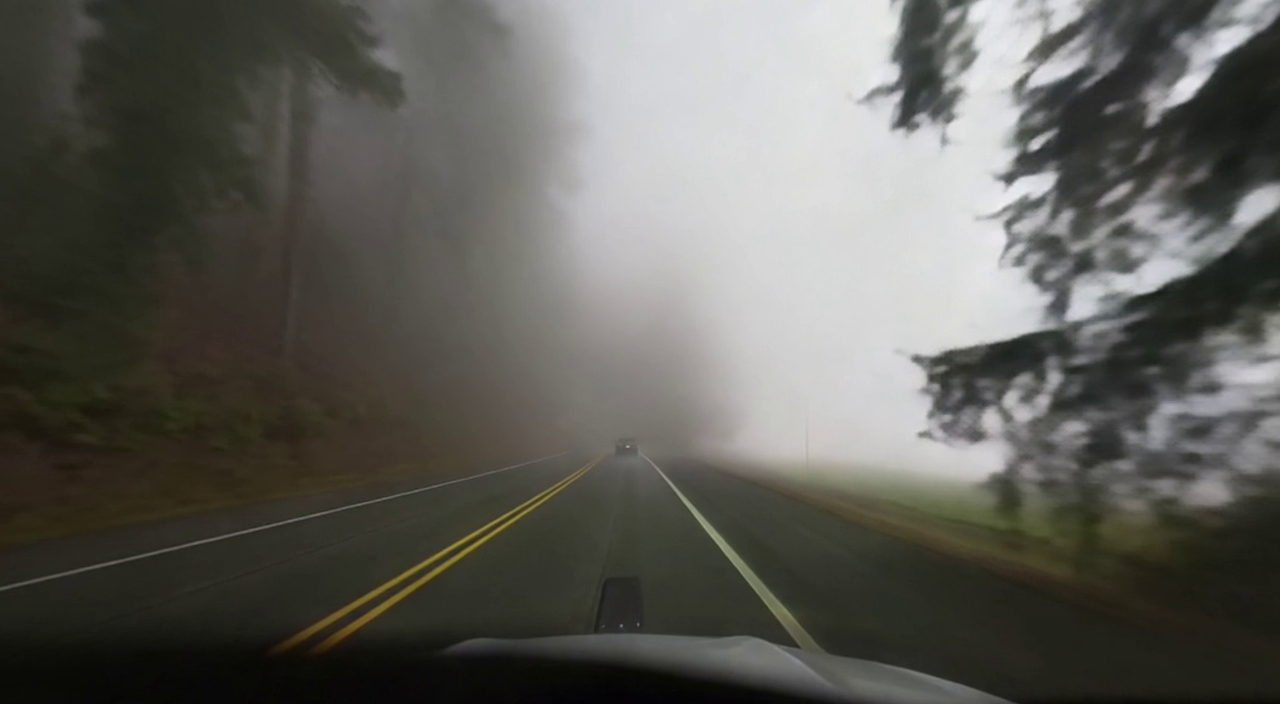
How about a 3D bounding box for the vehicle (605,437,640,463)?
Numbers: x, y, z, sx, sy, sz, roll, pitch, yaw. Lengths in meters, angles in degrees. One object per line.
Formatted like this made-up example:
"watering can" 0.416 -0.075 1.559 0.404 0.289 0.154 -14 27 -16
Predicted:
"vehicle" -1.092 6.091 39.445 2.042 1.489 3.963 0 -8 -2
